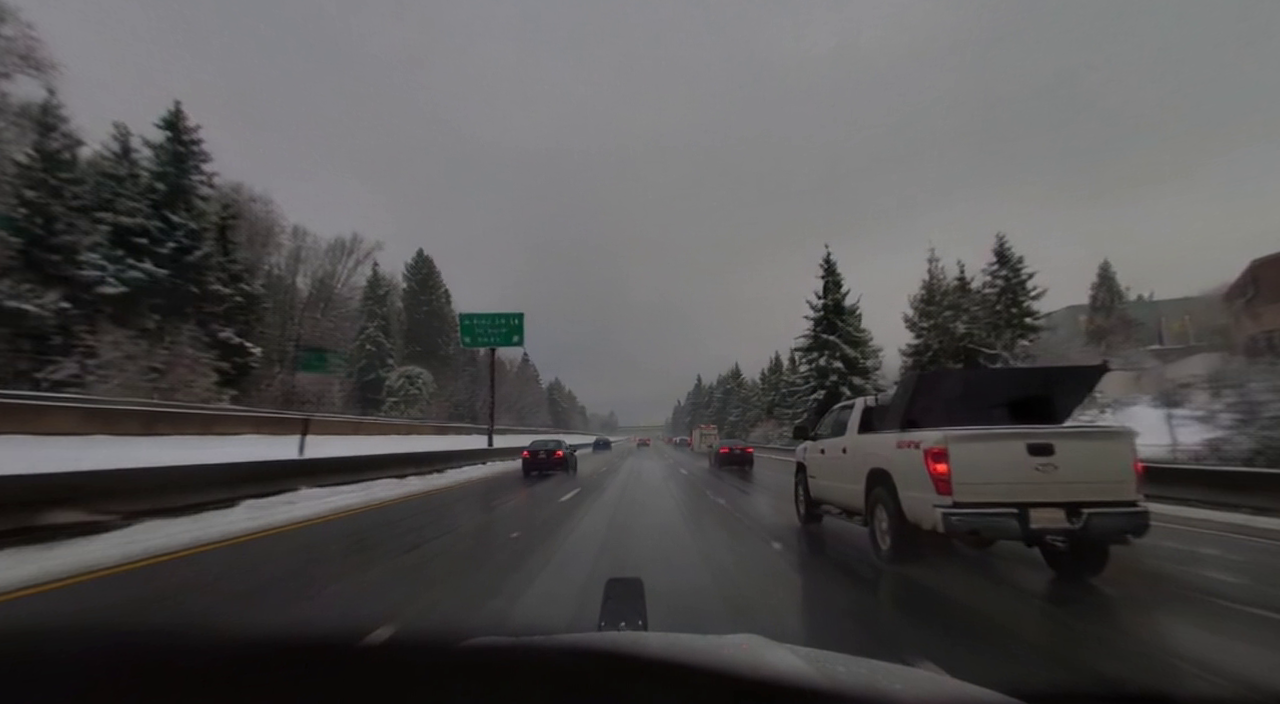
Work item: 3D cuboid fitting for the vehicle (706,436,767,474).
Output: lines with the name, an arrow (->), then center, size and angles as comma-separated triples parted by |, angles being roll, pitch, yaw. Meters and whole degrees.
vehicle -> 4.070, 4.410, 27.172 | 1.953, 1.480, 4.053 | 0, -8, -1

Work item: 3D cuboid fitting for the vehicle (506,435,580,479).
vehicle -> -3.489, 3.861, 23.530 | 1.978, 1.473, 4.073 | 0, -8, 2

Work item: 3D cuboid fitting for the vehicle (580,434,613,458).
vehicle -> -3.141, 6.888, 46.338 | 2.020, 1.628, 4.248 | 0, -8, 2

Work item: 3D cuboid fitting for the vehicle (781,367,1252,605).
vehicle -> 3.689, 1.489, 7.980 | 2.517, 1.935, 5.552 | 0, -8, 0
